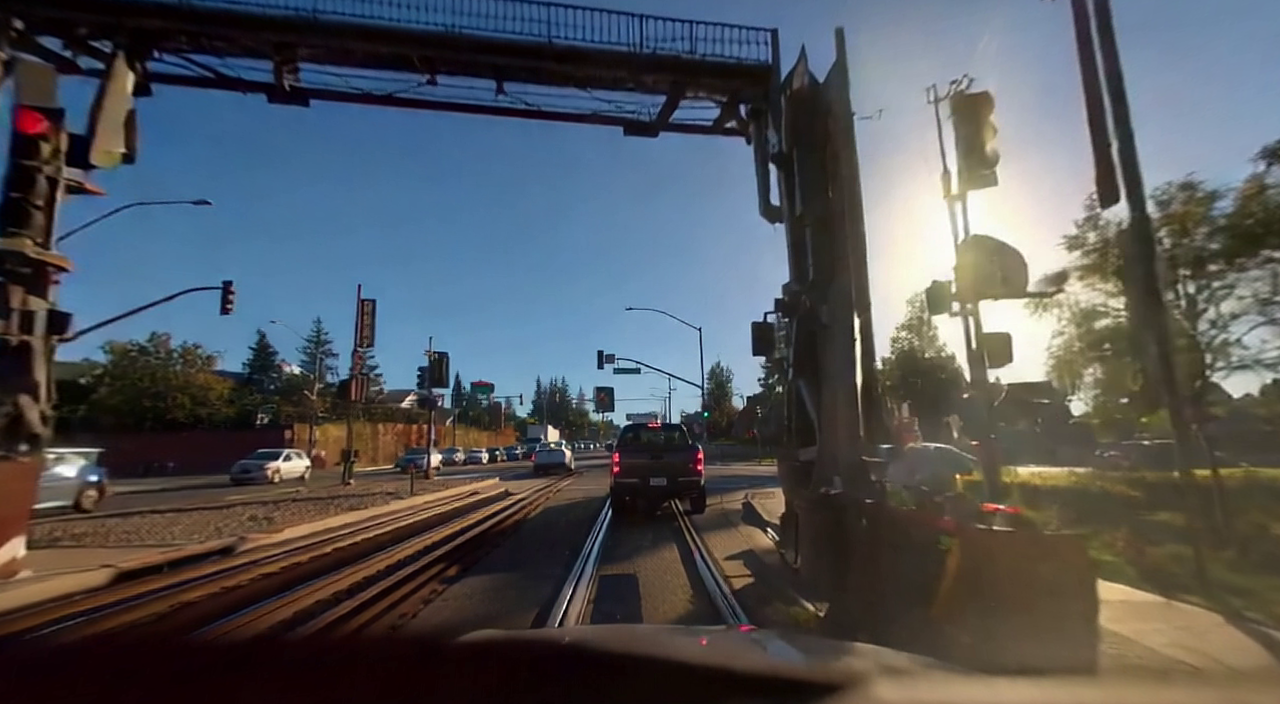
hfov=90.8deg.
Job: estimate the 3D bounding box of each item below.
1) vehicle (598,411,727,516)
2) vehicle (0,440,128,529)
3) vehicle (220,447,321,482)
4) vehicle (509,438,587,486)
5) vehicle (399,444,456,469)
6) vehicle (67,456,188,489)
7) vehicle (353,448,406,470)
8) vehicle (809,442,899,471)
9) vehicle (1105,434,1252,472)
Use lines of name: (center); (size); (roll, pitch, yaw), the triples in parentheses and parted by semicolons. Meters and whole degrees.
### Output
vehicle: (0.585, 2.472, 14.506); (2.404, 1.926, 5.251); (0, -9, 4)
vehicle: (-12.610, 2.486, 12.003); (1.945, 1.590, 4.651); (1, -9, -2)
vehicle: (-17.125, 5.207, 29.605); (1.964, 1.465, 4.638); (0, -9, -1)
vehicle: (-3.126, 3.865, 22.570); (2.004, 1.482, 4.799); (0, -9, 1)
vehicle: (-13.372, 6.608, 40.068); (2.027, 1.482, 4.711); (0, -9, -1)
vehicle: (-24.943, 5.818, 30.810); (4.688, 1.448, 2.028); (-2, -9, 13)
vehicle: (-17.346, 7.111, 42.258); (1.880, 1.377, 4.201); (1, -9, -1)
vehicle: (11.764, 5.724, 34.699); (4.412, 1.494, 2.136); (5, -10, -27)
vehicle: (29.092, 5.486, 34.250); (5.980, 1.933, 2.401); (1, -9, -5)
